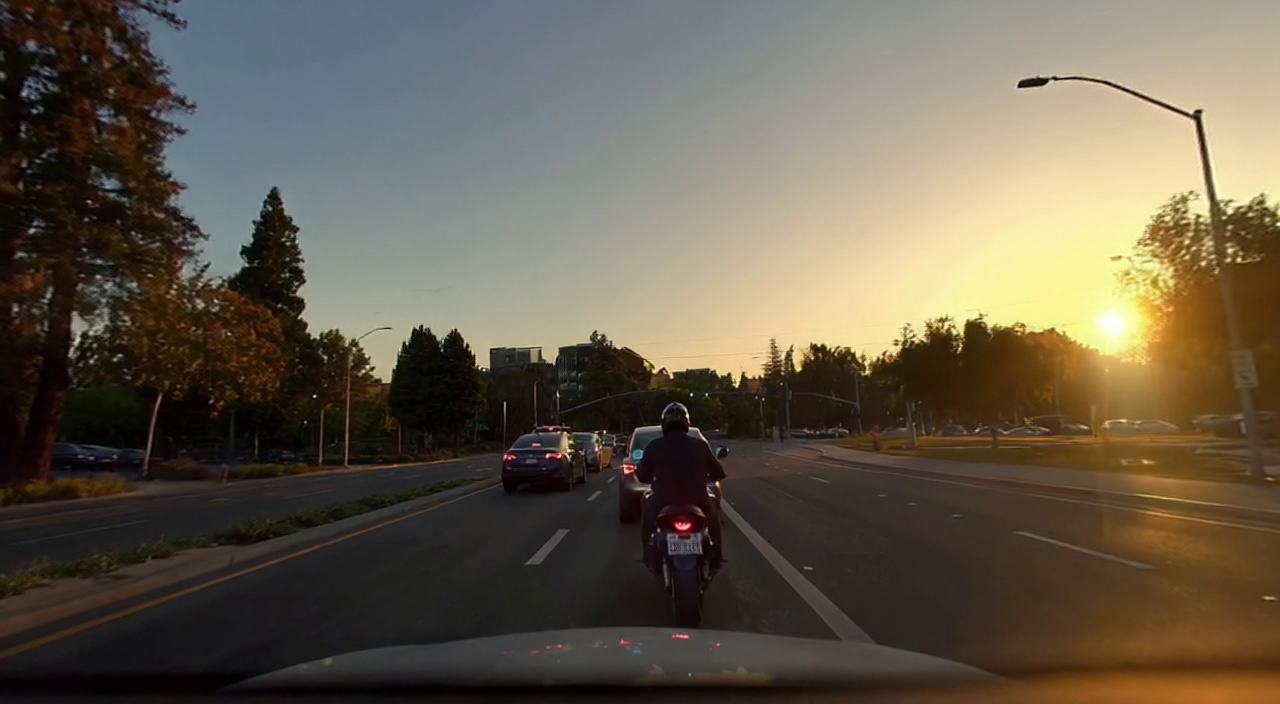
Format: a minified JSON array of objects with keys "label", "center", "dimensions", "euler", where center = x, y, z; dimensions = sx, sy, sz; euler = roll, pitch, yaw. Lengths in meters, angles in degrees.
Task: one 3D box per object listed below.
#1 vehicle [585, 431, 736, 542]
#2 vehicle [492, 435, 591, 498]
[{"label":"vehicle","center":[0.343,2.134,10.771],"dimensions":[2.009,1.450,4.608],"euler":[-1,-8,2]},{"label":"vehicle","center":[-2.561,3.084,17.396],"dimensions":[1.979,1.499,3.840],"euler":[-1,-8,2]}]
